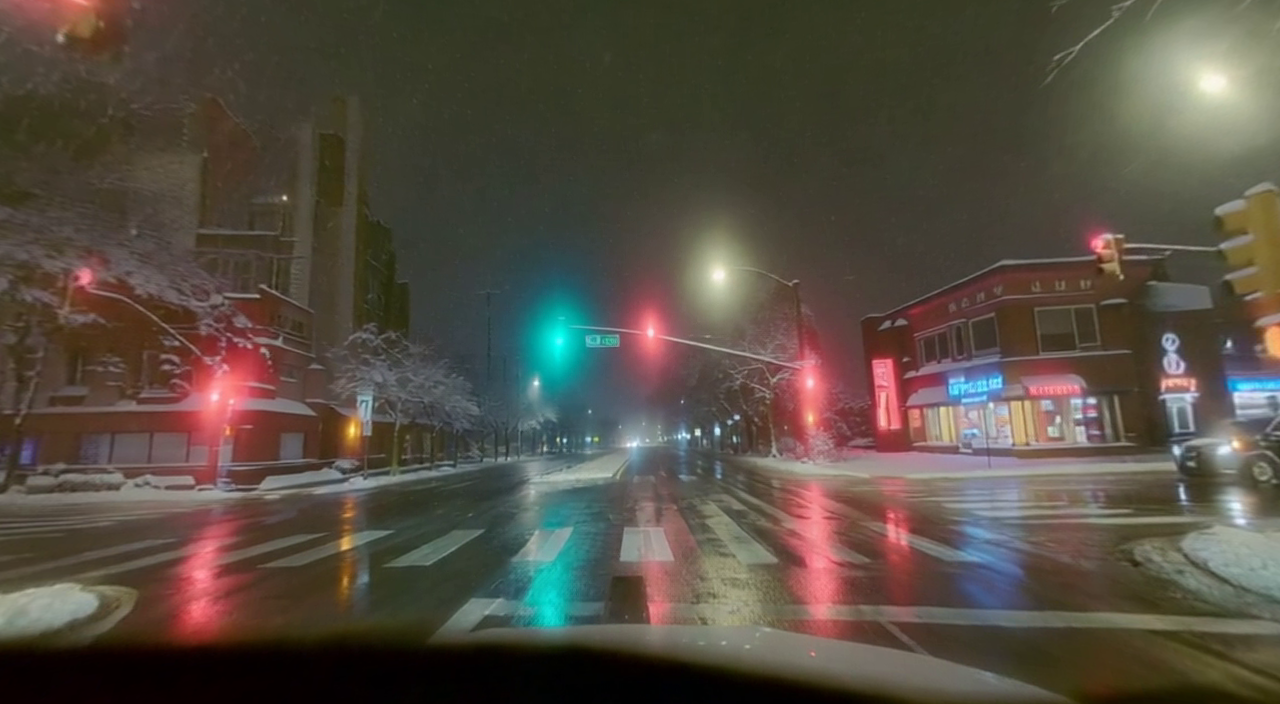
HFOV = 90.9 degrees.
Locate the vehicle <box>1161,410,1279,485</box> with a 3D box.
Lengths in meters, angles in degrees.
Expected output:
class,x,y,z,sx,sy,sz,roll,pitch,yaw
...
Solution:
class,x,y,z,sx,sy,sz,roll,pitch,yaw
vehicle,16.891,2.470,16.407,4.836,1.795,1.957,0,-8,0
